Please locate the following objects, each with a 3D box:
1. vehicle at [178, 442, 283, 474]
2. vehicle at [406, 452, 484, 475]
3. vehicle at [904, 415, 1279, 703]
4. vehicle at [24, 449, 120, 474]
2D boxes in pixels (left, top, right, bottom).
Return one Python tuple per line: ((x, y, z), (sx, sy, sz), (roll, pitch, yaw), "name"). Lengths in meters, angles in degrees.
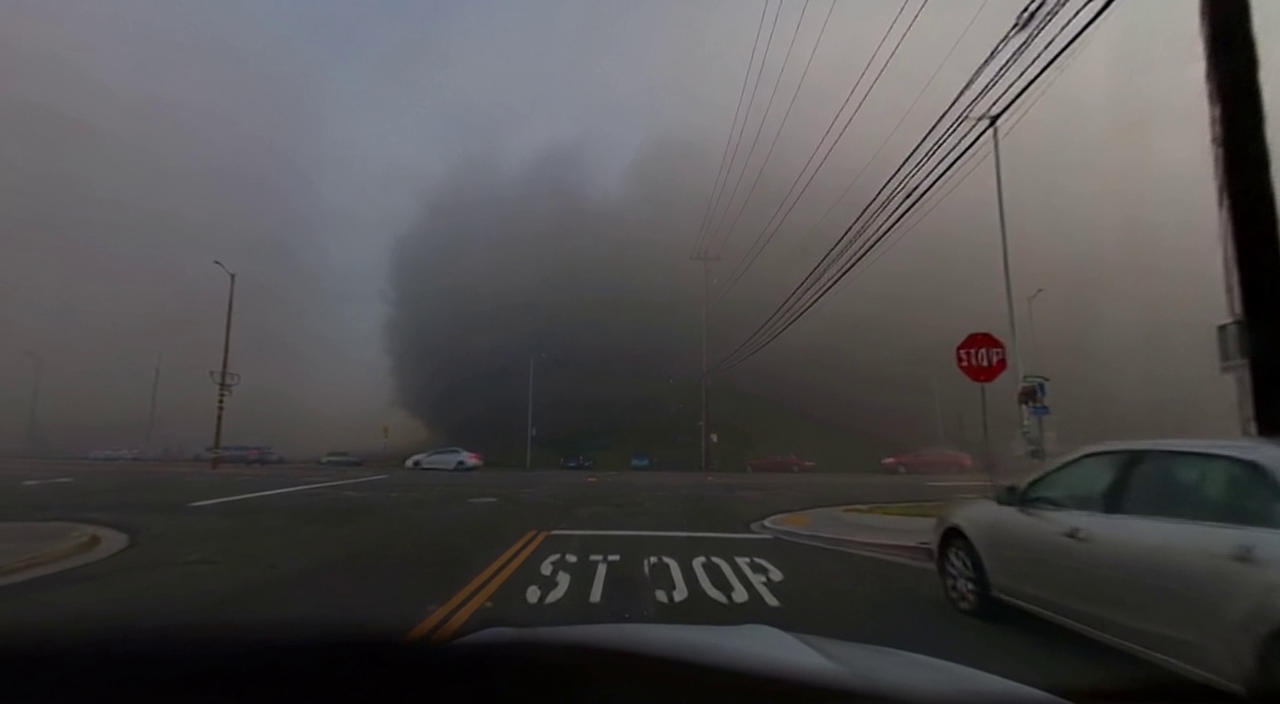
((-23.800, 6.178, 36.790), (4.689, 1.803, 1.958), (0, -9, -2), "vehicle")
((-13.482, 7.721, 43.787), (4.869, 1.517, 1.819), (0, -9, -2), "vehicle")
((3.623, 1.171, 3.630), (2.041, 1.495, 4.815), (0, -8, -1), "vehicle")
((-38.633, 7.453, 42.977), (4.440, 1.671, 2.036), (0, -9, -2), "vehicle")
